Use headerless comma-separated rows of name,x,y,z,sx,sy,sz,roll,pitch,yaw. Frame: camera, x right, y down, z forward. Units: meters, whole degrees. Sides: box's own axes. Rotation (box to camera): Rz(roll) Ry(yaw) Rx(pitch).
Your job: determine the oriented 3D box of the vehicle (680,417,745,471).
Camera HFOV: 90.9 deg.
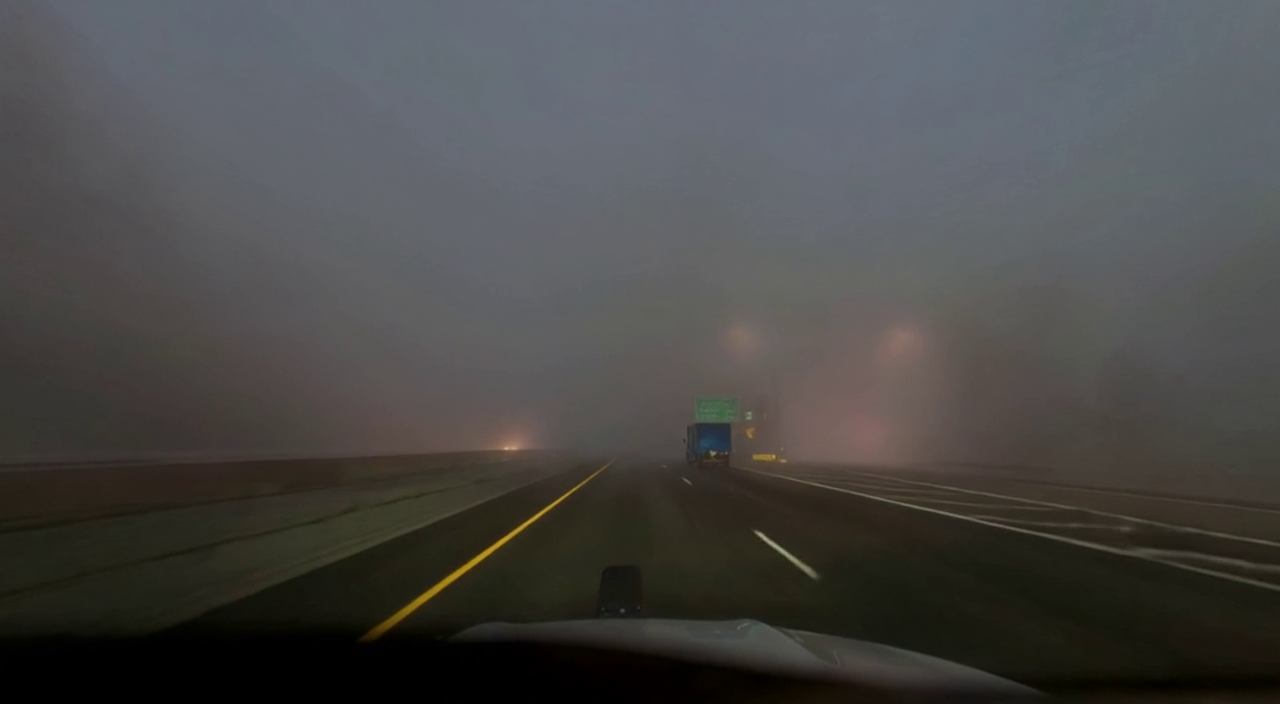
vehicle,3.582,4.764,32.505,2.430,2.495,6.062,0,-8,-1
